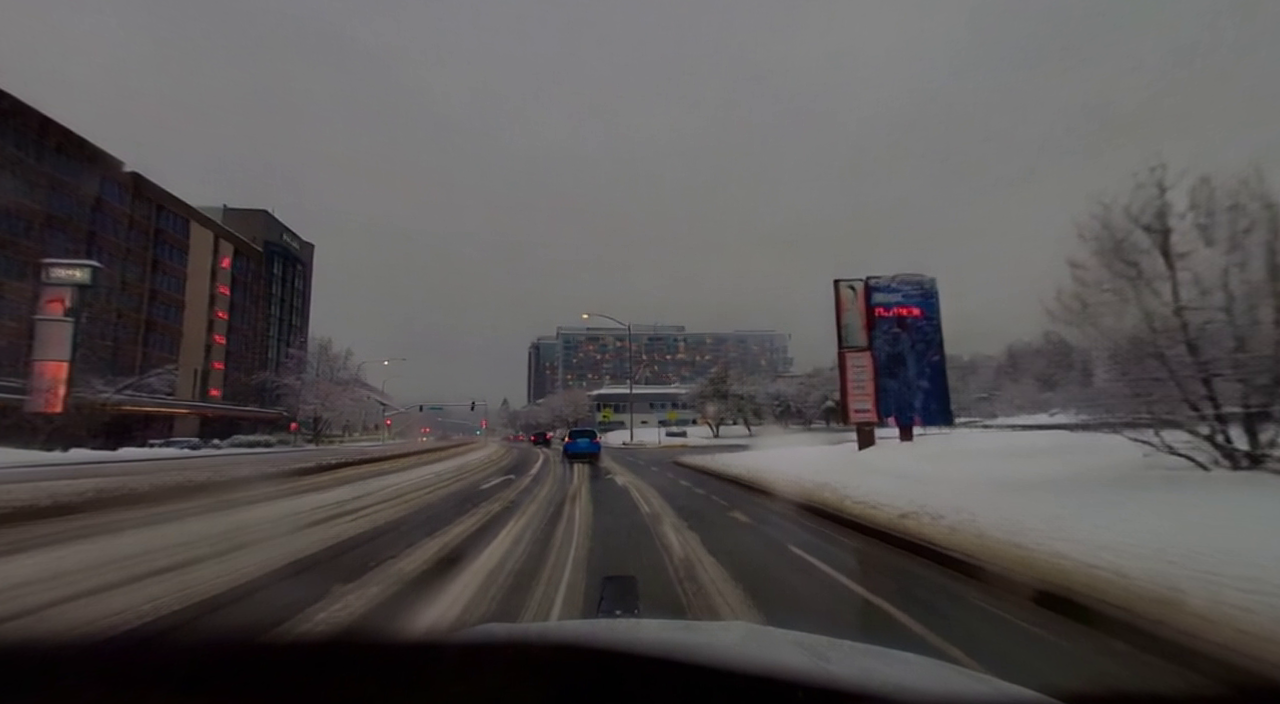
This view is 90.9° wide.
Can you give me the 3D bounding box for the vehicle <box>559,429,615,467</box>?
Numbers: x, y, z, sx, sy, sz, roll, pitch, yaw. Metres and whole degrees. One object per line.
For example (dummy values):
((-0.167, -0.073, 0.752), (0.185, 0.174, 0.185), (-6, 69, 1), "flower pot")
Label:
((-2.463, 4.263, 28.206), (2.231, 1.572, 4.227), (1, -8, -8), "vehicle")
